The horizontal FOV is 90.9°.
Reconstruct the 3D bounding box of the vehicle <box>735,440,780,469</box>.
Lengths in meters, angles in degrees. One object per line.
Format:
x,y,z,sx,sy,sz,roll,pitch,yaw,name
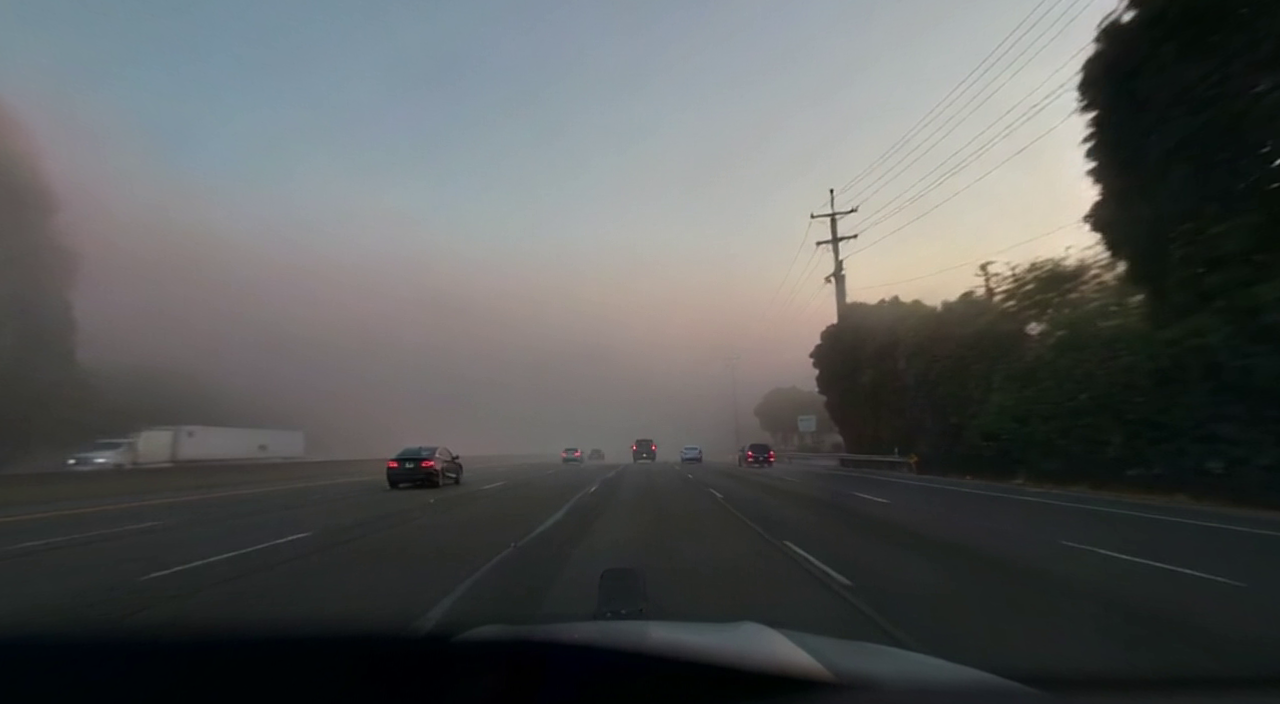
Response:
7.318,6.421,39.617,1.937,1.698,4.322,0,-8,-1,vehicle

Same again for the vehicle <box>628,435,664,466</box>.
0.397,7.474,47.967,2.622,2.208,5.320,0,-8,-1,vehicle

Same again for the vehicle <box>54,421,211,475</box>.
-37.394,7.150,47.270,3.005,3.557,10.456,0,-8,0,vehicle

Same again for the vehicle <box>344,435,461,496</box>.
-7.387,3.564,20.186,2.007,1.732,4.395,0,-8,0,vehicle

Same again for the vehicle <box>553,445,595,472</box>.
-3.797,6.196,36.862,1.979,1.469,4.378,0,-8,0,vehicle

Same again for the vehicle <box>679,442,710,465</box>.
4.206,7.922,49.478,1.996,1.710,4.256,0,-8,0,vehicle

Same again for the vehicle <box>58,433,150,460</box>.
-37.490,6.584,44.268,2.159,1.578,5.016,-3,-6,-1,vehicle
